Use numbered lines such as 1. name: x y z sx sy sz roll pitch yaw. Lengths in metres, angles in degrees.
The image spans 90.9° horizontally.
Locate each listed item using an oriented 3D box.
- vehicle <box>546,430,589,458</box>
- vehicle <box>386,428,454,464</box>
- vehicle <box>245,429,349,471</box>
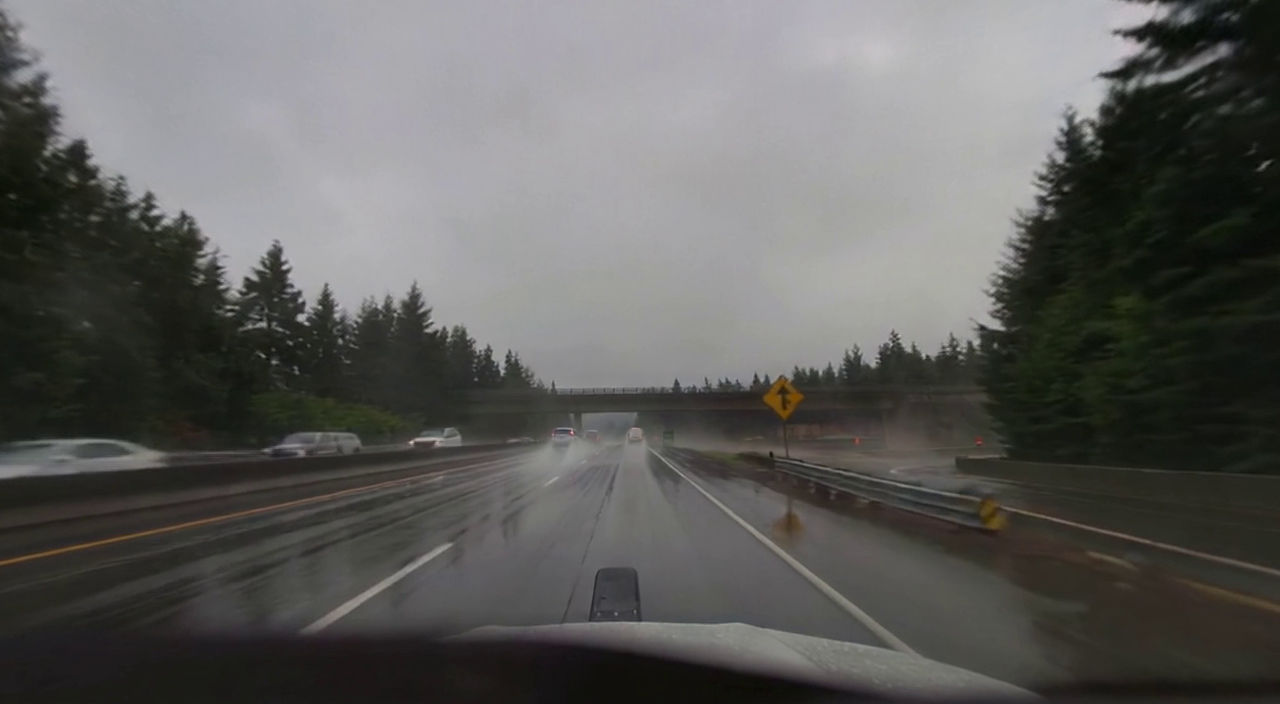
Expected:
1. vehicle: -4.367 5.615 38.420 2.169 1.588 4.264 0 -8 -1
2. vehicle: -12.622 5.414 36.541 2.077 1.918 5.331 0 -8 -1
3. vehicle: -17.075 4.884 31.806 2.219 1.903 5.502 0 -8 -1
